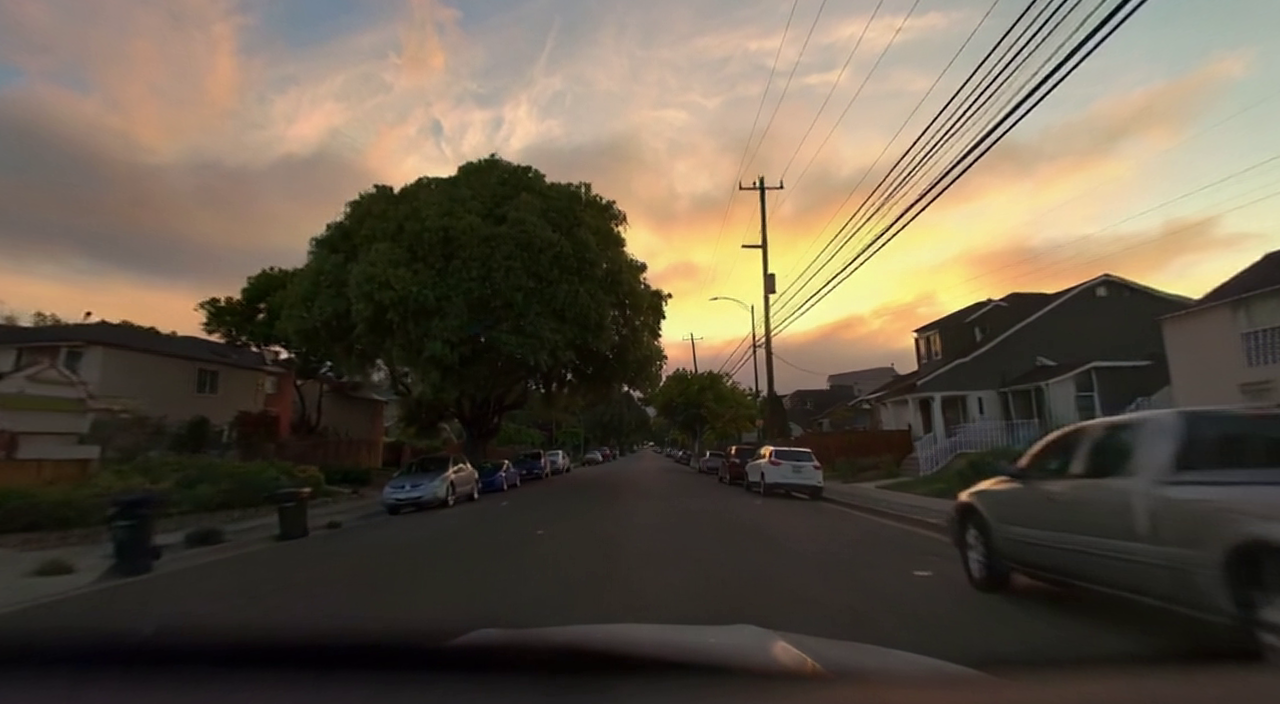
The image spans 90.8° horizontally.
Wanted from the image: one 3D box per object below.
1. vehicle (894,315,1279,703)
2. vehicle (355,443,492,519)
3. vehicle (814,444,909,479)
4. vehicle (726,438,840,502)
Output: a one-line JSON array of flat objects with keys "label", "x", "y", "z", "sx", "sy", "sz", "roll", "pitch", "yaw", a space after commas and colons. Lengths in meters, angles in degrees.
[{"label": "vehicle", "x": 4.382, "y": 1.098, "z": 4.606, "sx": 2.547, "sy": 2.075, "sz": 5.693, "roll": 0, "pitch": -9, "yaw": -2}, {"label": "vehicle", "x": -5.351, "y": 3.219, "z": 16.388, "sx": 1.971, "sy": 1.648, "sz": 4.638, "roll": 0, "pitch": -9, "yaw": -1}, {"label": "vehicle", "x": 11.861, "y": 5.862, "z": 34.040, "sx": 4.388, "sy": 1.790, "sz": 1.958, "roll": 0, "pitch": -8, "yaw": 1}, {"label": "vehicle", "x": 4.697, "y": 3.994, "z": 22.012, "sx": 2.462, "sy": 1.894, "sz": 6.076, "roll": 0, "pitch": -9, "yaw": -1}]
